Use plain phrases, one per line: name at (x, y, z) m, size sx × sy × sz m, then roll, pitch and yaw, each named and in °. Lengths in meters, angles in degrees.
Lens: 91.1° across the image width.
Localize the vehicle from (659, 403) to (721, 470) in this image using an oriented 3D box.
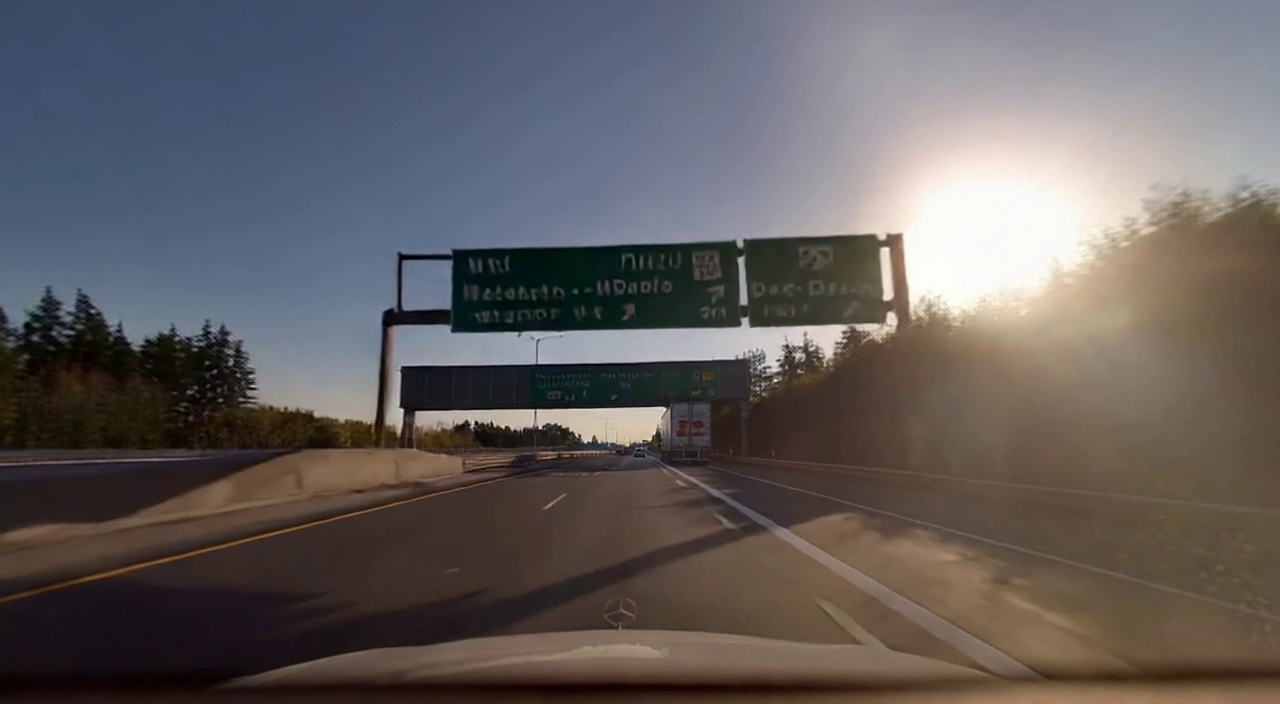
vehicle at (3.243, 6.241, 45.429) m, size 3.244 × 4.020 × 14.561 m, roll 0°, pitch -9°, yaw 0°
